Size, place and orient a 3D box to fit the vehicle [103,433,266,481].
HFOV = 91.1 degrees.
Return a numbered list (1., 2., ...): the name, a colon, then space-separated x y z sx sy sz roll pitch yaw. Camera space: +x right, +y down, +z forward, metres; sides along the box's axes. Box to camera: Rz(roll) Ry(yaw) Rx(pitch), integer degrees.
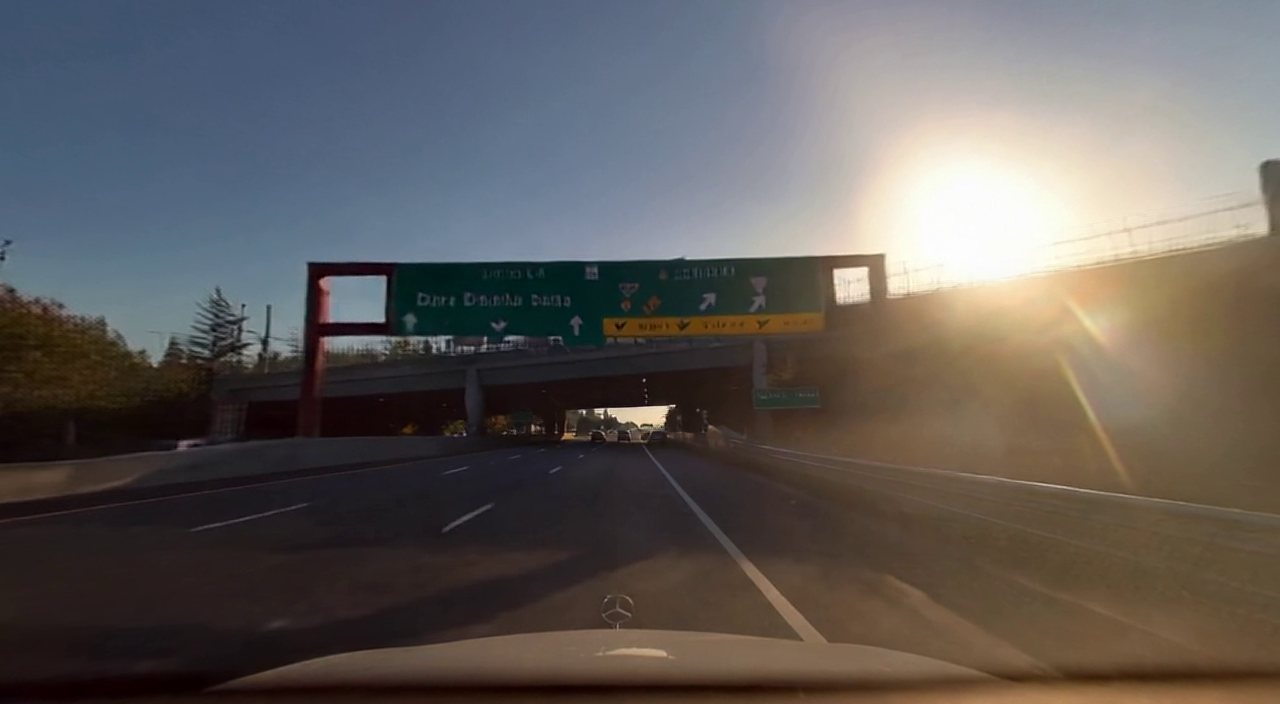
1. vehicle: -16.099 3.698 22.675 2.078 1.504 5.134 1 -7 -1
